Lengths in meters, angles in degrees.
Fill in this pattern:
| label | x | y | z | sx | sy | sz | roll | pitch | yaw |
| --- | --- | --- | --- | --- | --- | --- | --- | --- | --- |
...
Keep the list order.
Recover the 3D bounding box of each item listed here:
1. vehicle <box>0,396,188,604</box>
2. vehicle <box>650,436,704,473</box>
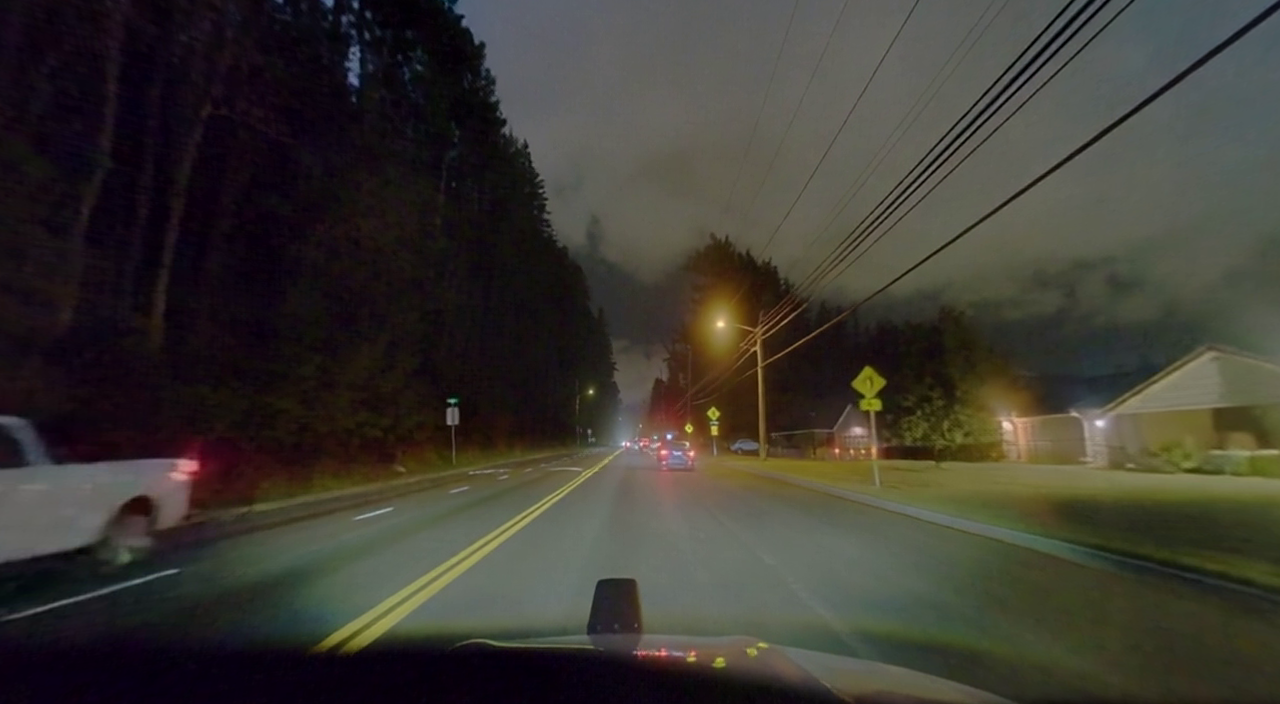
| label | x | y | z | sx | sy | sz | roll | pitch | yaw |
| --- | --- | --- | --- | --- | --- | --- | --- | --- | --- |
| vehicle | -6.948 | 1.323 | 5.606 | 2.352 | 1.857 | 4.690 | 0 | -8 | -1 |
| vehicle | 1.521 | 4.432 | 27.415 | 1.975 | 1.497 | 3.647 | 0 | -8 | -2 |
